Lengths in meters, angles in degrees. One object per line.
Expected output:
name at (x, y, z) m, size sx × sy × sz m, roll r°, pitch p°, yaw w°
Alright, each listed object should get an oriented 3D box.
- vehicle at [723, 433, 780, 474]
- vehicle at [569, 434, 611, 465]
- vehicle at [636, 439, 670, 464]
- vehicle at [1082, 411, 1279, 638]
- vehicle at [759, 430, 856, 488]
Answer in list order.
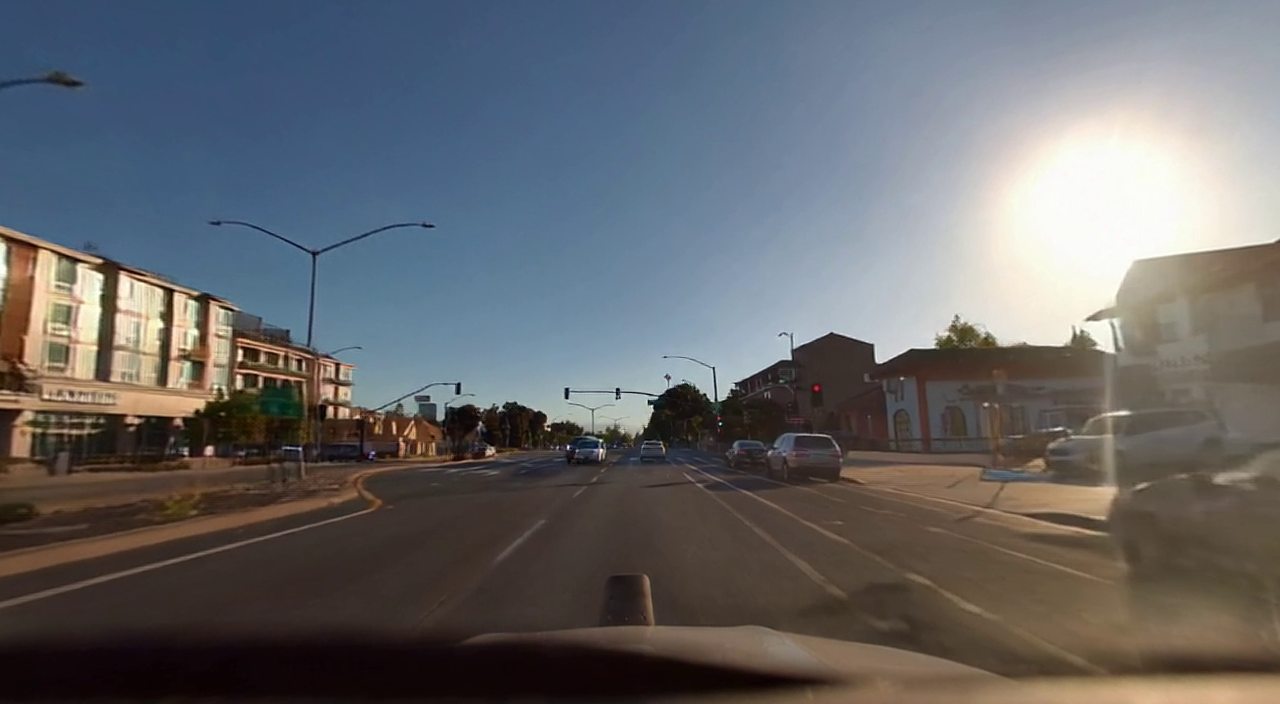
vehicle at (5.867, 5.361, 33.894) m, size 2.112 × 1.966 × 4.642 m, roll 0°, pitch -7°, yaw -1°
vehicle at (-3.019, 6.007, 38.882) m, size 2.150 × 1.779 × 4.423 m, roll 0°, pitch -8°, yaw 1°
vehicle at (0.763, 6.407, 40.676) m, size 2.075 × 1.480 × 3.920 m, roll 0°, pitch -8°, yaw -1°
vehicle at (5.753, 1.295, 4.781) m, size 1.955 × 1.679 × 3.890 m, roll 0°, pitch -7°, yaw 0°
vehicle at (5.673, 3.641, 22.036) m, size 2.069 × 1.776 × 4.797 m, roll 0°, pitch -7°, yaw 0°
